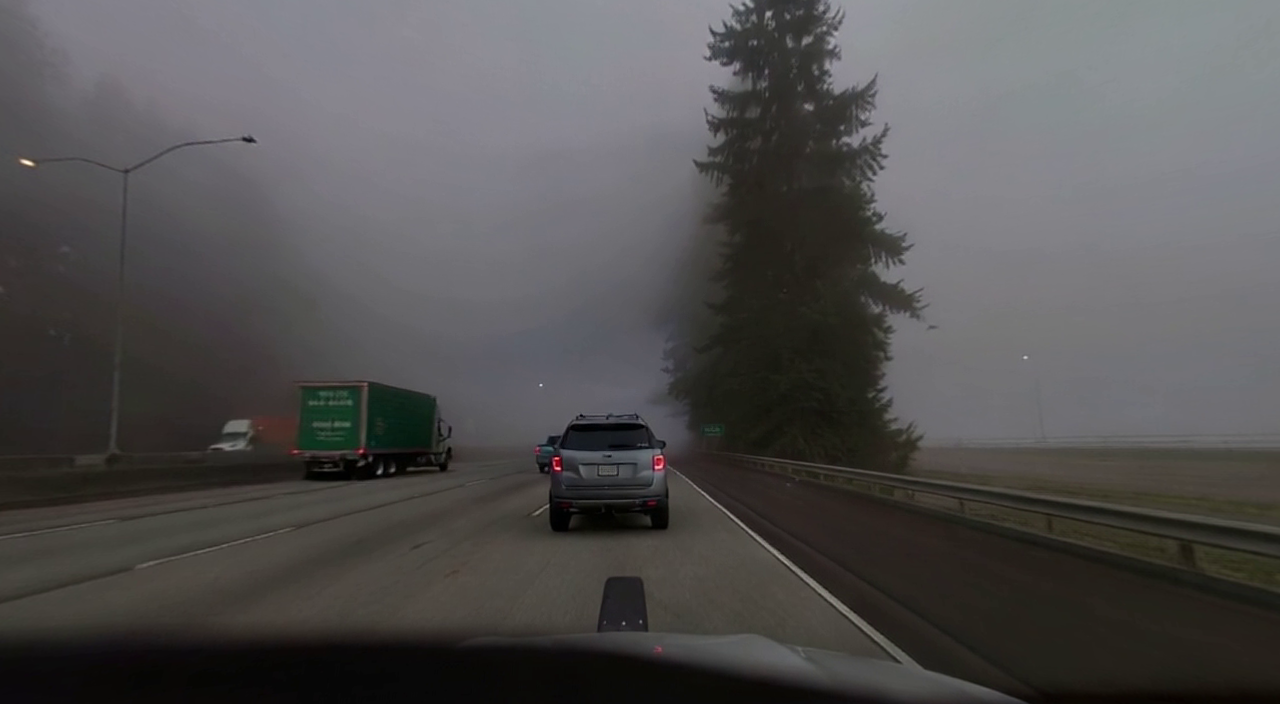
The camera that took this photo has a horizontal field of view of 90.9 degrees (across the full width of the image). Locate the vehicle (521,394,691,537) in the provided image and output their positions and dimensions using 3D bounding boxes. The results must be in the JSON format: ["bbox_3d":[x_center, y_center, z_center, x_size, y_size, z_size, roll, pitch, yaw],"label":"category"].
[{"bbox_3d":[-0.494,1.958,11.386,2.395,2.013,4.734,0,-8,0],"label":"vehicle"}]

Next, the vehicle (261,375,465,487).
[{"bbox_3d":[-10.848,3.495,26.996,3.347,3.686,12.113,0,-8,-1],"label":"vehicle"}]
